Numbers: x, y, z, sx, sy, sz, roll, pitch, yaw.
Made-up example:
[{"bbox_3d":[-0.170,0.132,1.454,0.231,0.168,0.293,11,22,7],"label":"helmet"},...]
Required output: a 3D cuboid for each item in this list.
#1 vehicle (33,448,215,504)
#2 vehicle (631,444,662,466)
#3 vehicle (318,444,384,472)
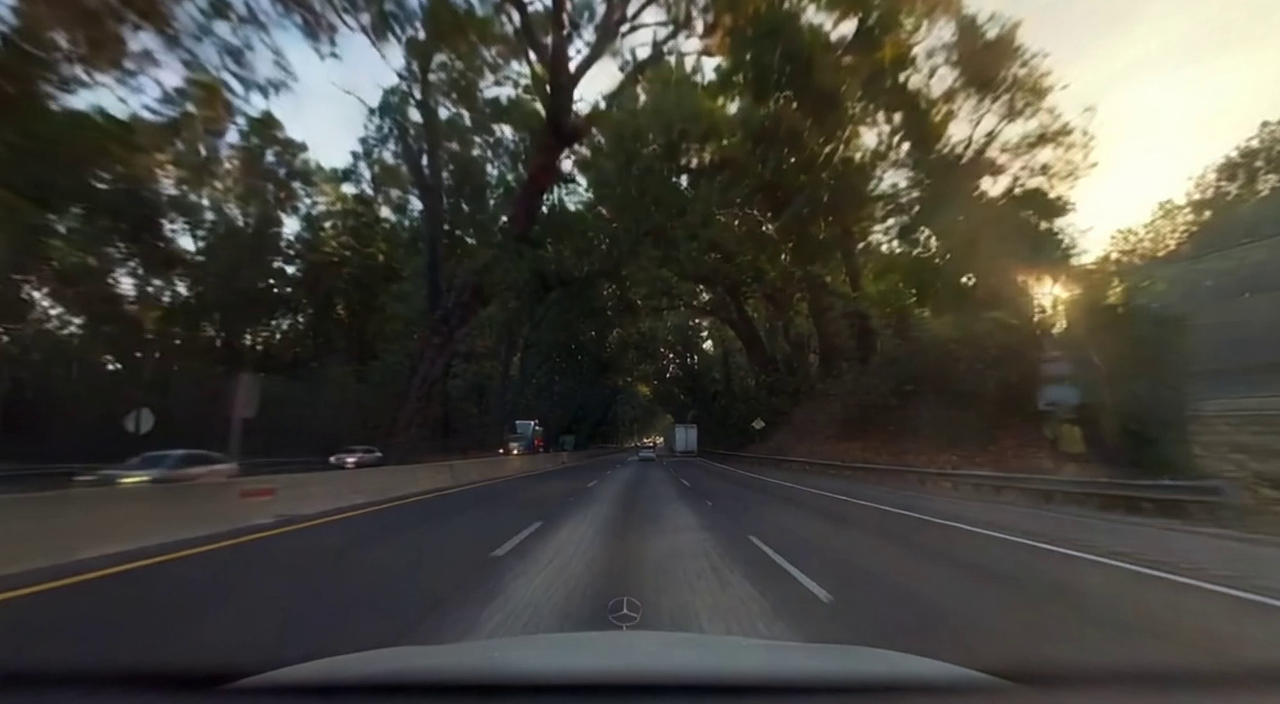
[{"bbox_3d":[-15.000,3.600,18.700,1.816,1.454,4.185,0,-9,0],"label":"vehicle"},{"bbox_3d":[0.447,7.145,43.729,2.023,1.434,4.236,0,-9,1],"label":"vehicle"},{"bbox_3d":[-18.597,6.837,40.742,2.017,1.666,4.521,0,-9,1],"label":"vehicle"}]
